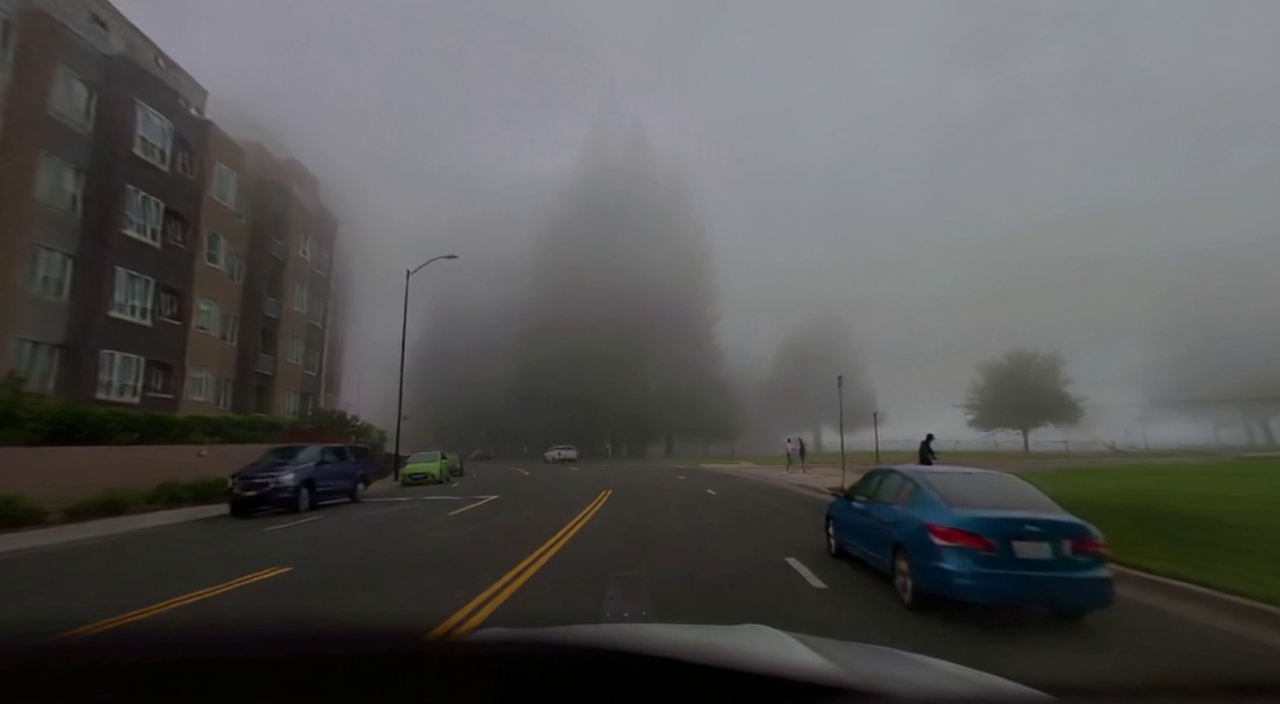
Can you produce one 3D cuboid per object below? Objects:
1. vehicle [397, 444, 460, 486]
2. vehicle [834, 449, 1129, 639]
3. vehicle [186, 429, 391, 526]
[{"bbox_3d":[-9.243,4.941,27.903,1.994,1.697,4.436,1,-9,-10],"label":"vehicle"},{"bbox_3d":[2.961,1.680,6.061,1.559,1.351,2.452,1,-11,4],"label":"vehicle"},{"bbox_3d":[-8.625,3.109,16.149,2.347,1.846,4.915,-6,-9,1],"label":"vehicle"}]
